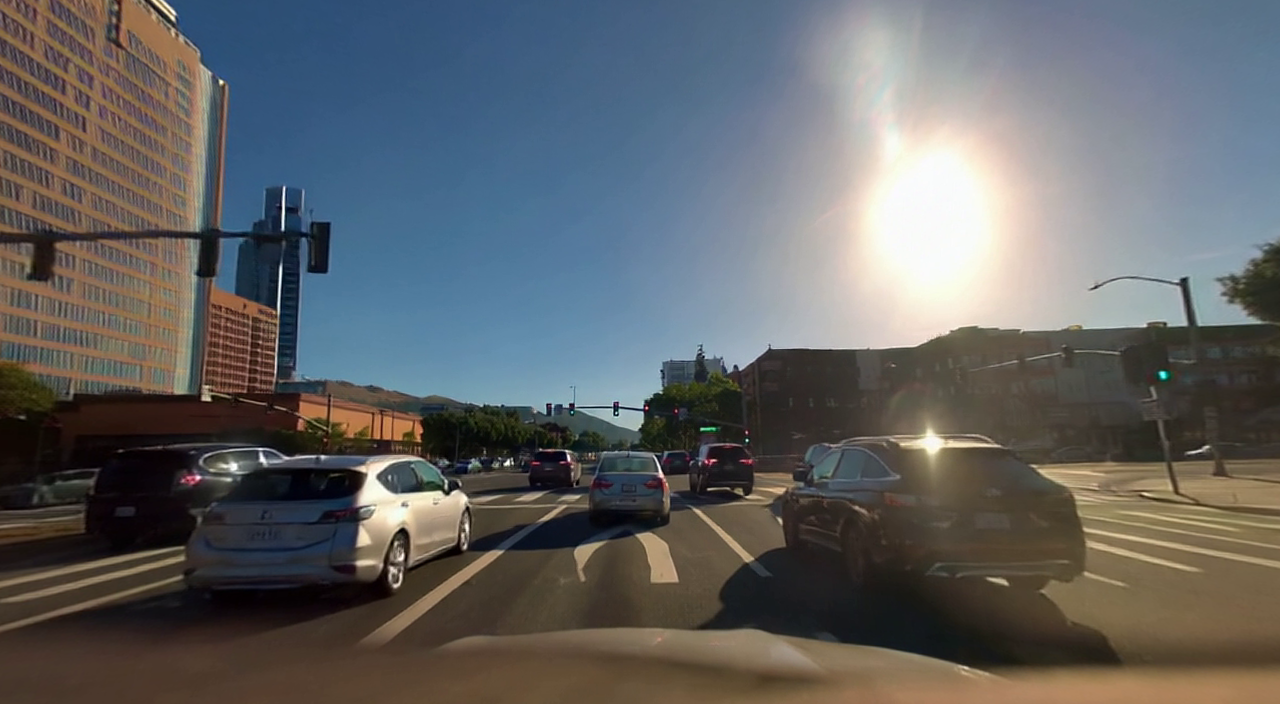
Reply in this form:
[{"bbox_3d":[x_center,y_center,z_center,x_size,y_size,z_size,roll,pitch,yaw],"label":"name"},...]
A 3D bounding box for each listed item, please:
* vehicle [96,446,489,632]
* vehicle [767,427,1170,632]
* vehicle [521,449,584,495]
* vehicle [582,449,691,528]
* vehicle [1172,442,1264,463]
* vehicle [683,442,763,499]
[{"bbox_3d":[-3.329,1.836,7.371,2.045,1.463,4.490,0,-8,0],"label":"vehicle"},{"bbox_3d":[3.061,1.745,7.431,1.996,1.566,4.917,0,-8,-1],"label":"vehicle"},{"bbox_3d":[-3.571,4.964,26.498,2.033,1.714,4.278,0,-8,0],"label":"vehicle"},{"bbox_3d":[-0.107,2.941,14.211,2.098,1.461,3.958,0,-8,-1],"label":"vehicle"},{"bbox_3d":[40.013,6.947,43.808,4.644,1.430,1.781,0,-9,-1],"label":"vehicle"},{"bbox_3d":[2.805,4.122,22.490,2.138,1.778,4.422,0,-8,-1],"label":"vehicle"}]
